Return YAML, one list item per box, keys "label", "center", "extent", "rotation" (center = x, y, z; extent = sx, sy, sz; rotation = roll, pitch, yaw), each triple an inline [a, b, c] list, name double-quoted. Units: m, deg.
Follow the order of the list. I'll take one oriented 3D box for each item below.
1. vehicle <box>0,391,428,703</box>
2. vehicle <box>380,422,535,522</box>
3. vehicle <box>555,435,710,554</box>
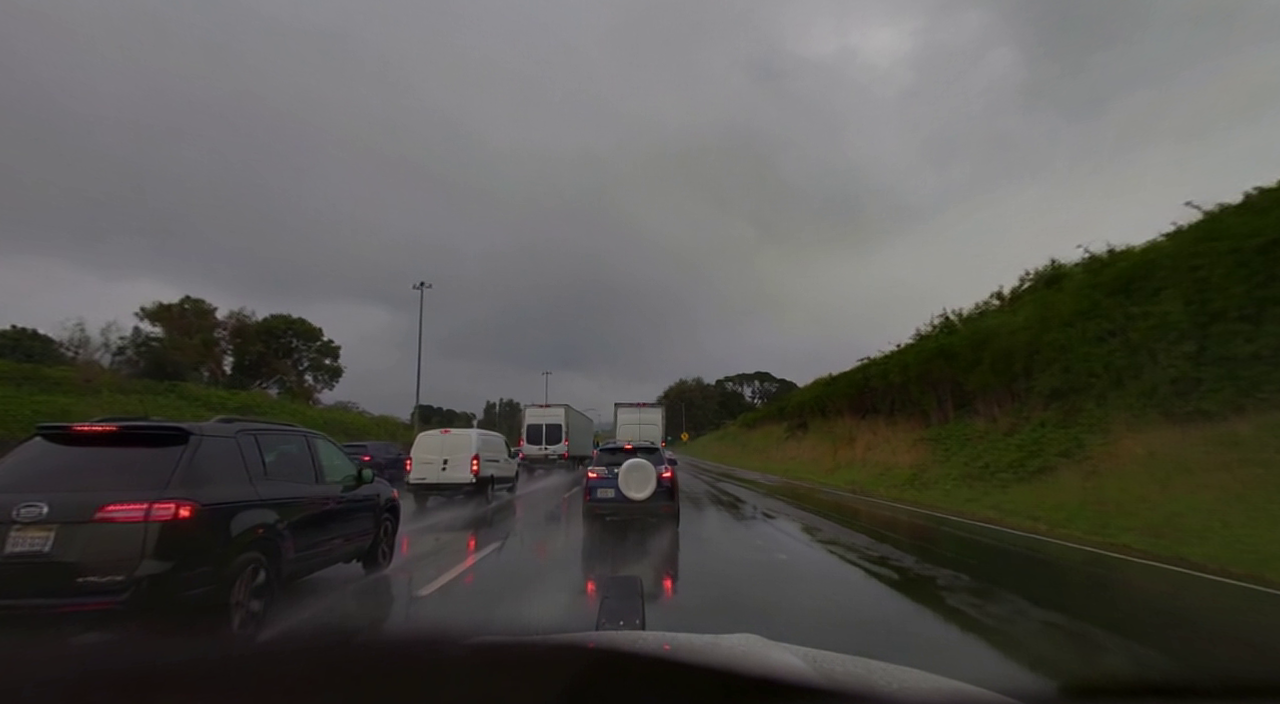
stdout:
- label: "vehicle"
  center: [-3.669, 1.384, 5.573]
  extent: [2.029, 1.656, 4.437]
  rotation: [0, -9, 0]
- label: "vehicle"
  center: [-3.920, 2.689, 14.574]
  extent: [2.055, 1.913, 4.584]
  rotation: [-1, -9, 2]
- label: "vehicle"
  center: [-0.095, 2.106, 9.894]
  extent: [1.995, 1.495, 3.380]
  rotation: [0, -9, 0]
